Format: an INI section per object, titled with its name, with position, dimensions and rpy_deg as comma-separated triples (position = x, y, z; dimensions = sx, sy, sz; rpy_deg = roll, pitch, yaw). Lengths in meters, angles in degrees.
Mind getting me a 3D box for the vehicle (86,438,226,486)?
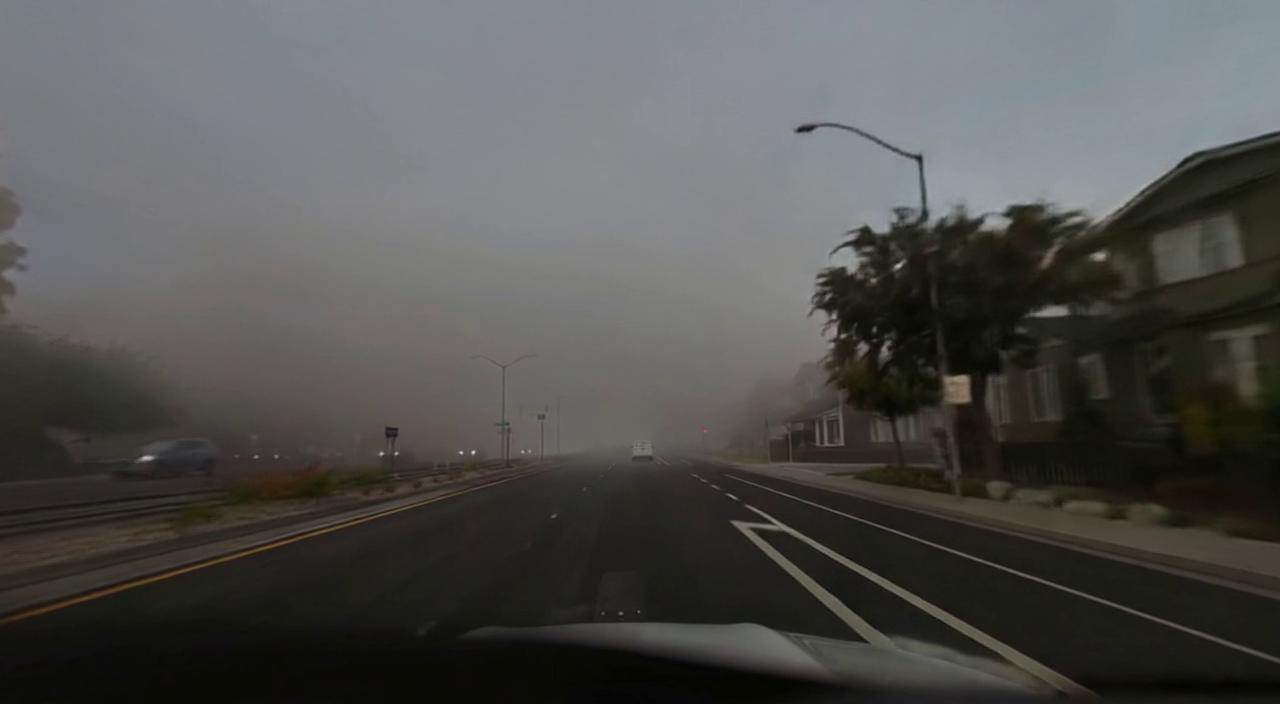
[vehicle]
position = -19.846, 4.529, 26.271
dimensions = 1.984, 1.790, 4.830
rpy_deg = 0, -9, 0
